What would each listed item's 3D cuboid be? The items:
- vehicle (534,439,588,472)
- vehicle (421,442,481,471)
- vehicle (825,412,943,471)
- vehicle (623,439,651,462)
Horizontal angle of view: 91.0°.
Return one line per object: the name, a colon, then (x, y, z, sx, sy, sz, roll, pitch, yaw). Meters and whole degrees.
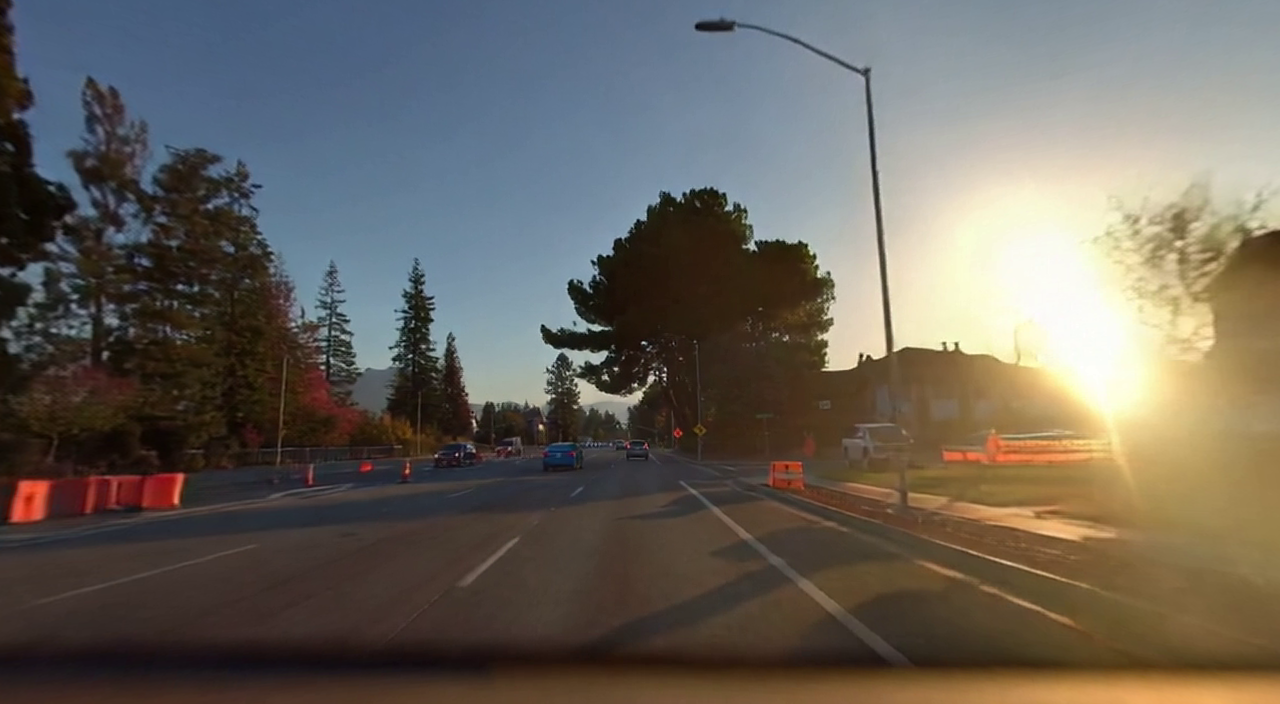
vehicle: (-4.203, 5.595, 34.345, 2.198, 1.663, 4.519, -1, -8, 2)
vehicle: (-10.671, 5.939, 35.999, 2.009, 1.541, 4.753, 0, -8, -1)
vehicle: (9.097, 3.449, 24.213, 2.352, 1.991, 5.862, 0, -8, 2)
vehicle: (-0.263, 7.706, 49.501, 2.135, 1.711, 4.124, 0, -8, 0)
